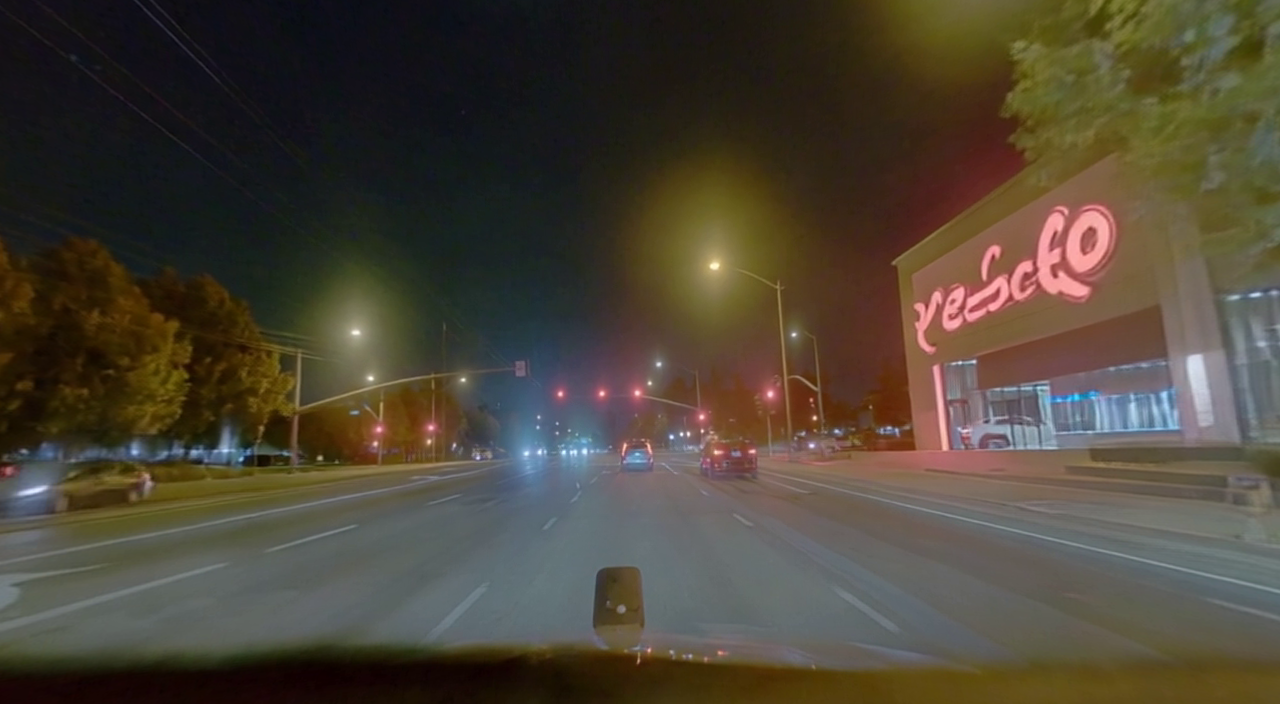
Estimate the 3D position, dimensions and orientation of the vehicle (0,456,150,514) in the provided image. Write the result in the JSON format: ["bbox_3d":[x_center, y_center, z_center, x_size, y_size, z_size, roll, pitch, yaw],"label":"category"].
[{"bbox_3d":[-17.900,4.039,19.636,1.832,1.515,4.369,0,-9,-1],"label":"vehicle"}]

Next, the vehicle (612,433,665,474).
[{"bbox_3d":[-0.142,4.469,27.959,2.146,1.685,4.003,0,-9,-2],"label":"vehicle"}]

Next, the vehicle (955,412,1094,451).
[{"bbox_3d":[15.639,3.294,25.913,4.344,1.512,1.936,-1,-9,5],"label":"vehicle"}]

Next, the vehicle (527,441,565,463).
[{"bbox_3d":[-6.660,7.109,45.048,1.954,1.473,4.350,0,-9,1],"label":"vehicle"}]

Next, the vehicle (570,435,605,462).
[{"bbox_3d":[-3.603,6.795,44.369,2.106,1.778,4.444,0,-9,0],"label":"vehicle"}]

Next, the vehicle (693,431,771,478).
[{"bbox_3d":[3.540,4.078,25.299,2.198,1.660,4.512,0,-9,-3],"label":"vehicle"}]
